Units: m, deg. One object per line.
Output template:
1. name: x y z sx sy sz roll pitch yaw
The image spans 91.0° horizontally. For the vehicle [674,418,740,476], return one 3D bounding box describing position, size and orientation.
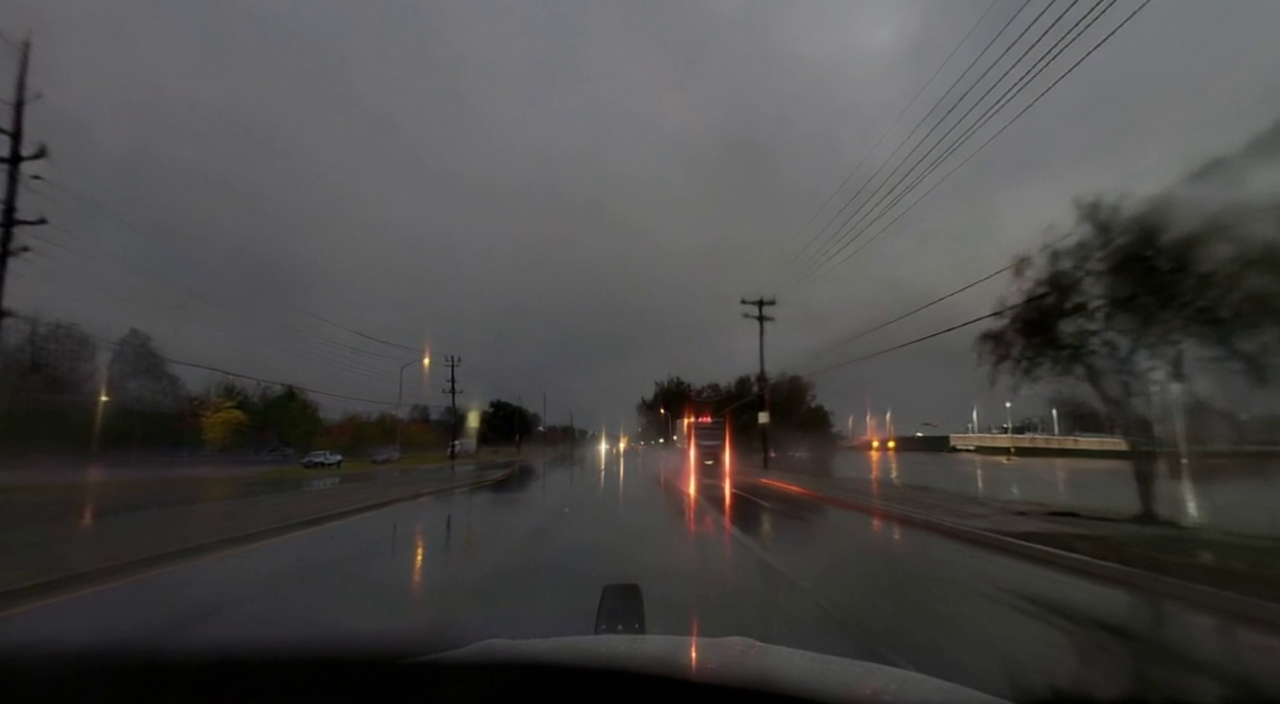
1. vehicle: 3.514 5.272 34.943 2.706 2.880 7.117 0 -8 -2
